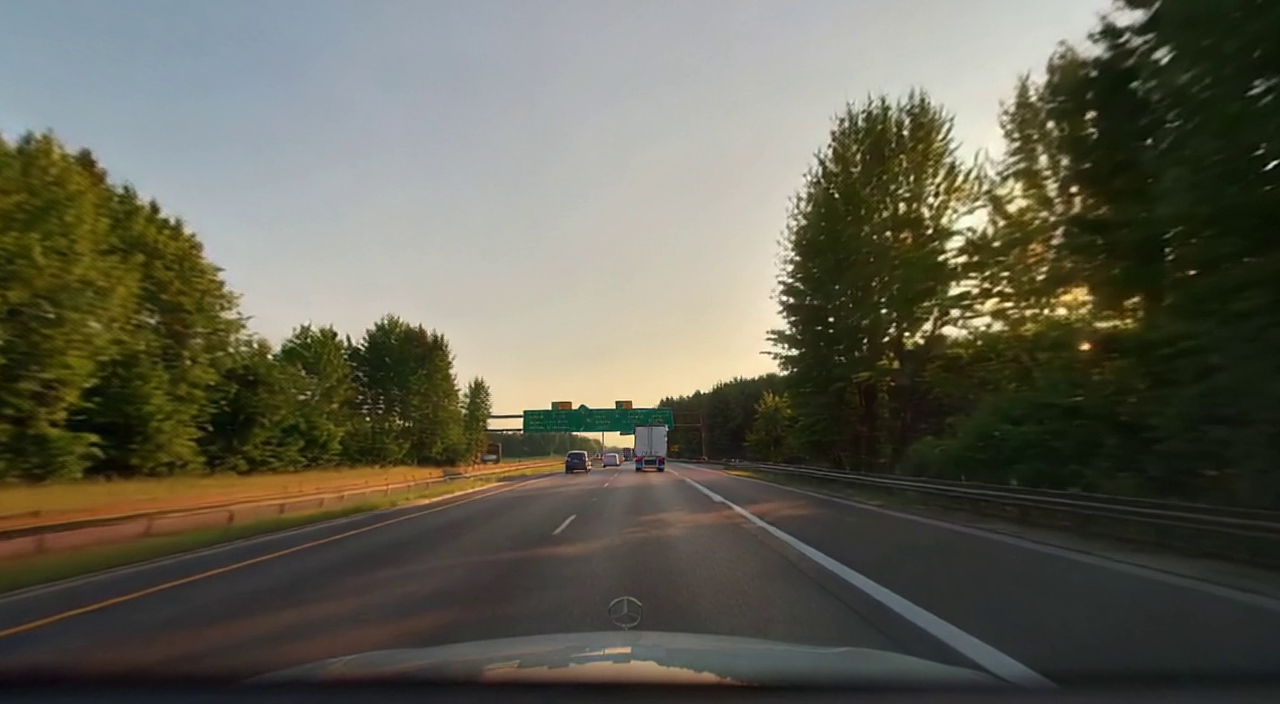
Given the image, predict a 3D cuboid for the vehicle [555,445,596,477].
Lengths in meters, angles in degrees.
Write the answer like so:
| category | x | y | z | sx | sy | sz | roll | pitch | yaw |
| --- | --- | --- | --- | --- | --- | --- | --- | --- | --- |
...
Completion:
| category | x | y | z | sx | sy | sz | roll | pitch | yaw |
| --- | --- | --- | --- | --- | --- | --- | --- | --- | --- |
| vehicle | -4.207 | 7.184 | 41.823 | 2.168 | 1.980 | 4.622 | 0 | -9 | 0 |
